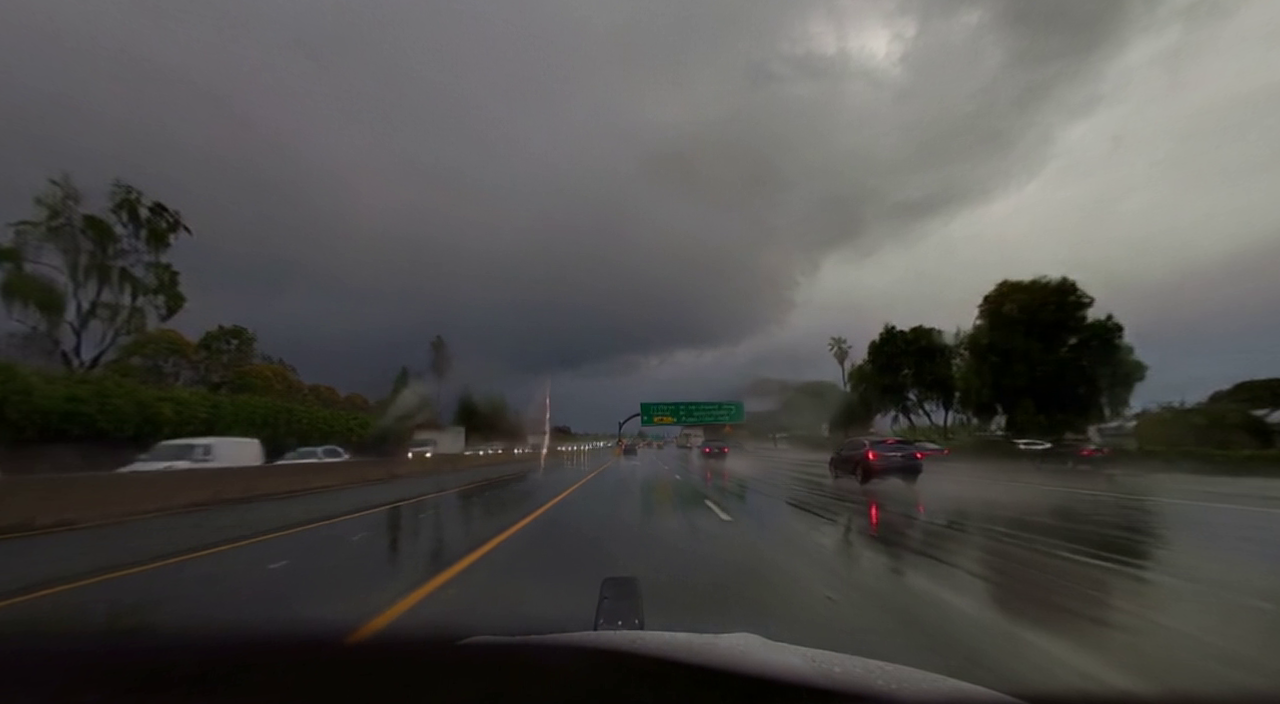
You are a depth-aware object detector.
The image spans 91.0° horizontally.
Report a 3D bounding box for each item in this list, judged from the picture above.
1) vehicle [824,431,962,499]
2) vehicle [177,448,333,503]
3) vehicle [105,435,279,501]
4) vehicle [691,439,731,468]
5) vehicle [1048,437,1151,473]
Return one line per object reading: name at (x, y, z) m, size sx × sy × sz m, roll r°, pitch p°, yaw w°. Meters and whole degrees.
vehicle at (6.735, 3.045, 17.346) m, size 1.902 × 1.623 × 4.360 m, roll 0°, pitch -8°, yaw -1°
vehicle at (-12.425, 3.988, 20.822) m, size 1.999 × 1.536 × 4.987 m, roll 0°, pitch -8°, yaw 0°
vehicle at (-16.336, 4.213, 23.544) m, size 2.248 × 2.130 × 5.801 m, roll 0°, pitch -8°, yaw -1°
vehicle at (4.361, 6.280, 39.259) m, size 2.035 × 1.704 × 3.867 m, roll 0°, pitch -8°, yaw 0°
vehicle at (23.117, 5.185, 31.899) m, size 1.887 × 1.642 × 4.592 m, roll 0°, pitch -8°, yaw 3°
